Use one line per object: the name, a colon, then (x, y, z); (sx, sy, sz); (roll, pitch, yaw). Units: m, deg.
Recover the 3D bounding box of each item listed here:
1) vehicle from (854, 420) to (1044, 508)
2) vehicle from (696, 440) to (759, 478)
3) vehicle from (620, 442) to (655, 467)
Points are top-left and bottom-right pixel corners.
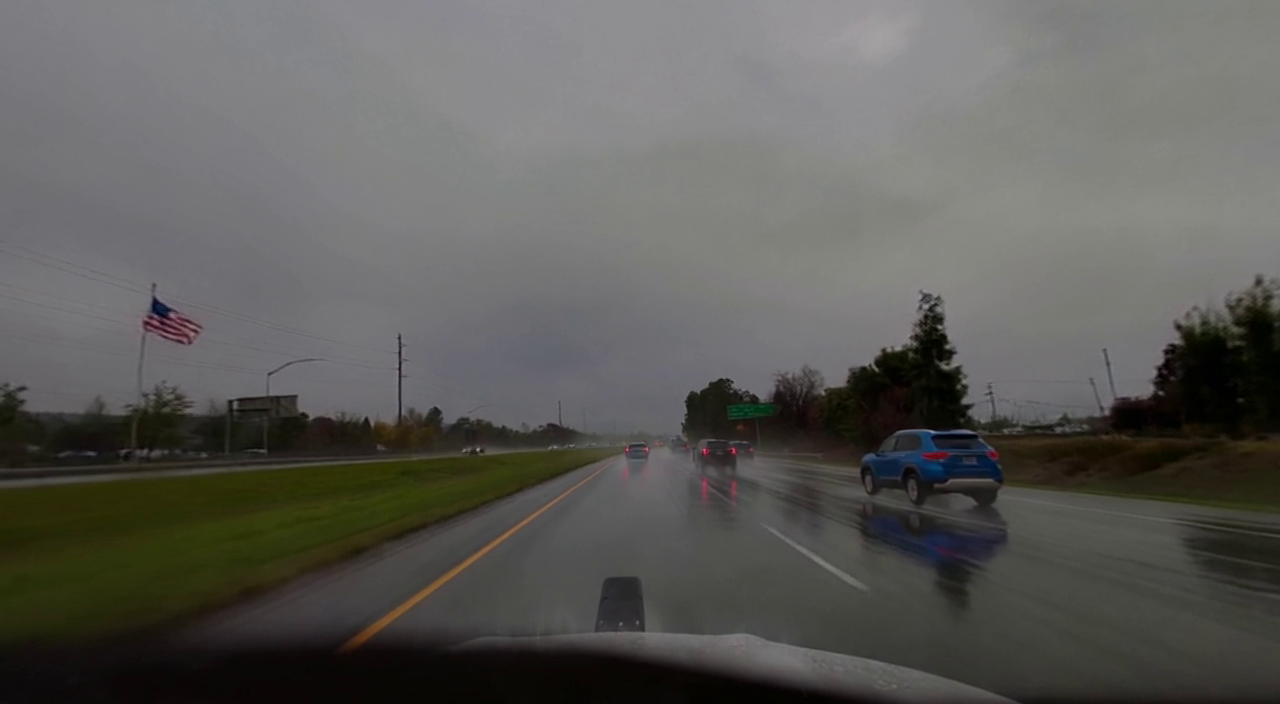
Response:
vehicle: (7.211, 2.662, 15.493); (2.114, 1.800, 4.779); (0, -8, -1)
vehicle: (3.615, 4.499, 26.861); (1.978, 1.488, 4.252); (0, -8, -2)
vehicle: (-0.203, 6.393, 39.700); (2.085, 1.449, 3.860); (0, -8, -1)
